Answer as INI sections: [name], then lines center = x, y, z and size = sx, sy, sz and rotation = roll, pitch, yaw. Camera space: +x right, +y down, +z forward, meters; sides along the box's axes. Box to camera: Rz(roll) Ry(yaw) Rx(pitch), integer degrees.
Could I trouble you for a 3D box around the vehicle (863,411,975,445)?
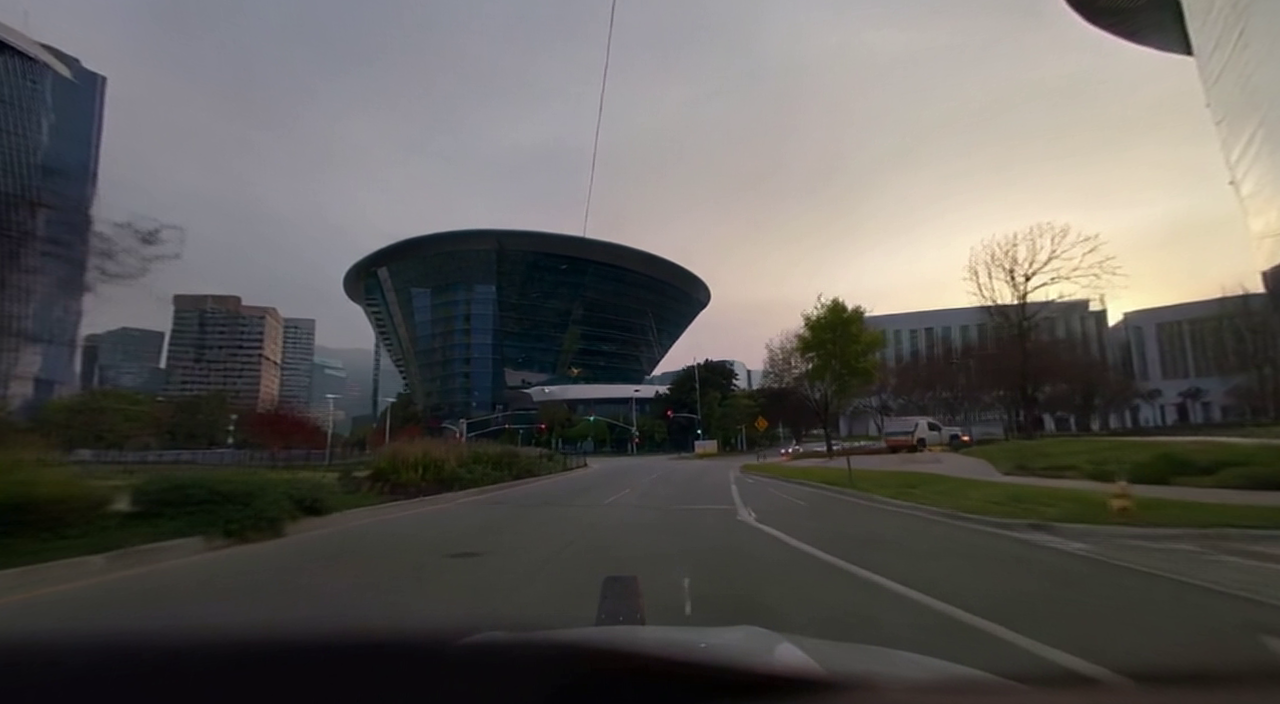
[vehicle]
center = 16.638, 4.617, 37.920
size = 5.745, 1.902, 2.244
rotation = -2, -9, 13
